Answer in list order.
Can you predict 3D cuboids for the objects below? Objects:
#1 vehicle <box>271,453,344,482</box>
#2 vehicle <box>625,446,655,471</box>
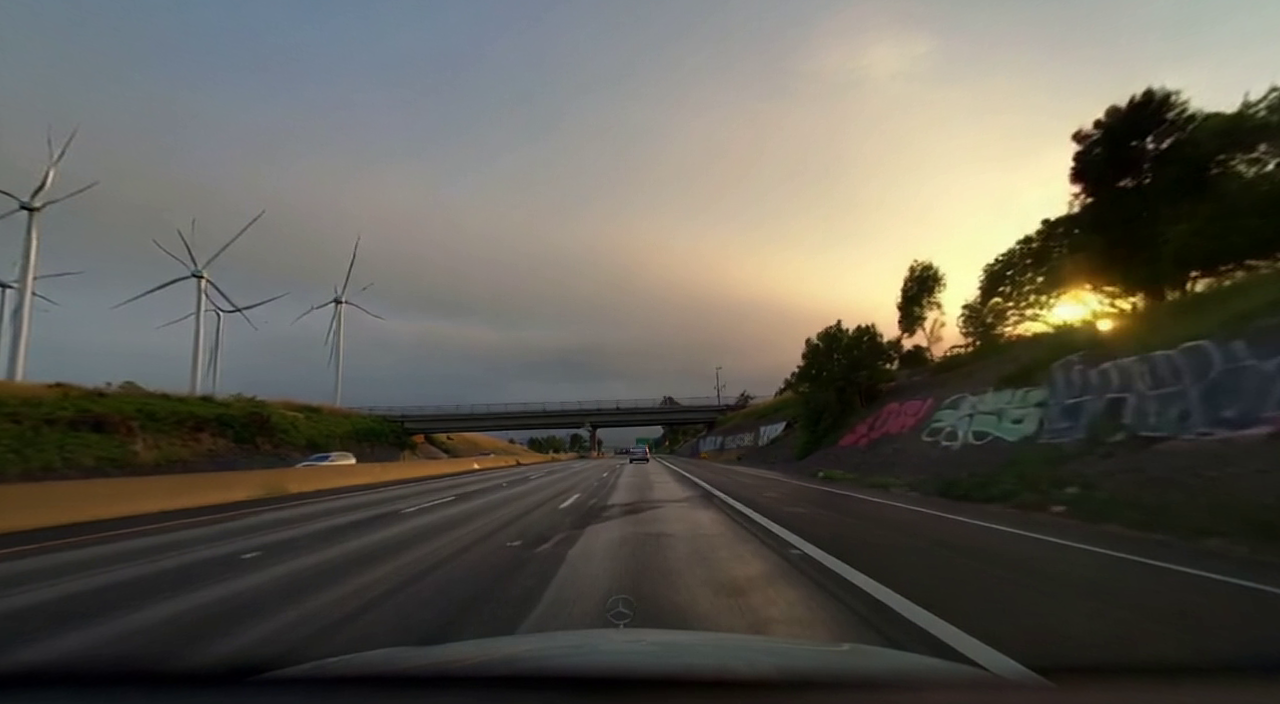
[{"bbox_3d":[-18.589,6.477,35.518,1.854,1.489,4.070,0,-9,1],"label":"vehicle"},{"bbox_3d":[0.013,6.991,41.549,1.870,1.481,4.234,0,-9,0],"label":"vehicle"}]
